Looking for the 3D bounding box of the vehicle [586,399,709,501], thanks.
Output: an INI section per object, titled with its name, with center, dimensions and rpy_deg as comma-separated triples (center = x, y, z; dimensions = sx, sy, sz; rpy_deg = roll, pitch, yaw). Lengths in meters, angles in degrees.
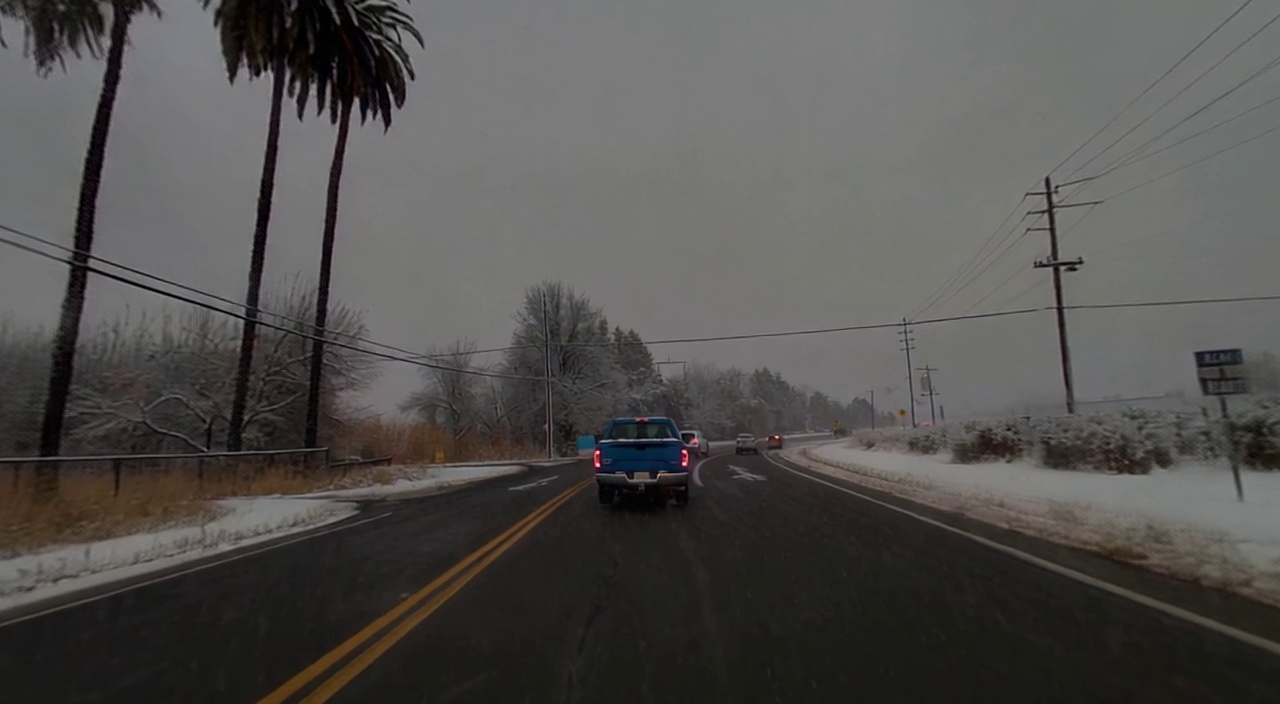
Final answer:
[vehicle]
center = 0.242, 2.599, 16.933
dimensions = 2.693, 2.223, 5.885
rpy_deg = 0, -8, 1
